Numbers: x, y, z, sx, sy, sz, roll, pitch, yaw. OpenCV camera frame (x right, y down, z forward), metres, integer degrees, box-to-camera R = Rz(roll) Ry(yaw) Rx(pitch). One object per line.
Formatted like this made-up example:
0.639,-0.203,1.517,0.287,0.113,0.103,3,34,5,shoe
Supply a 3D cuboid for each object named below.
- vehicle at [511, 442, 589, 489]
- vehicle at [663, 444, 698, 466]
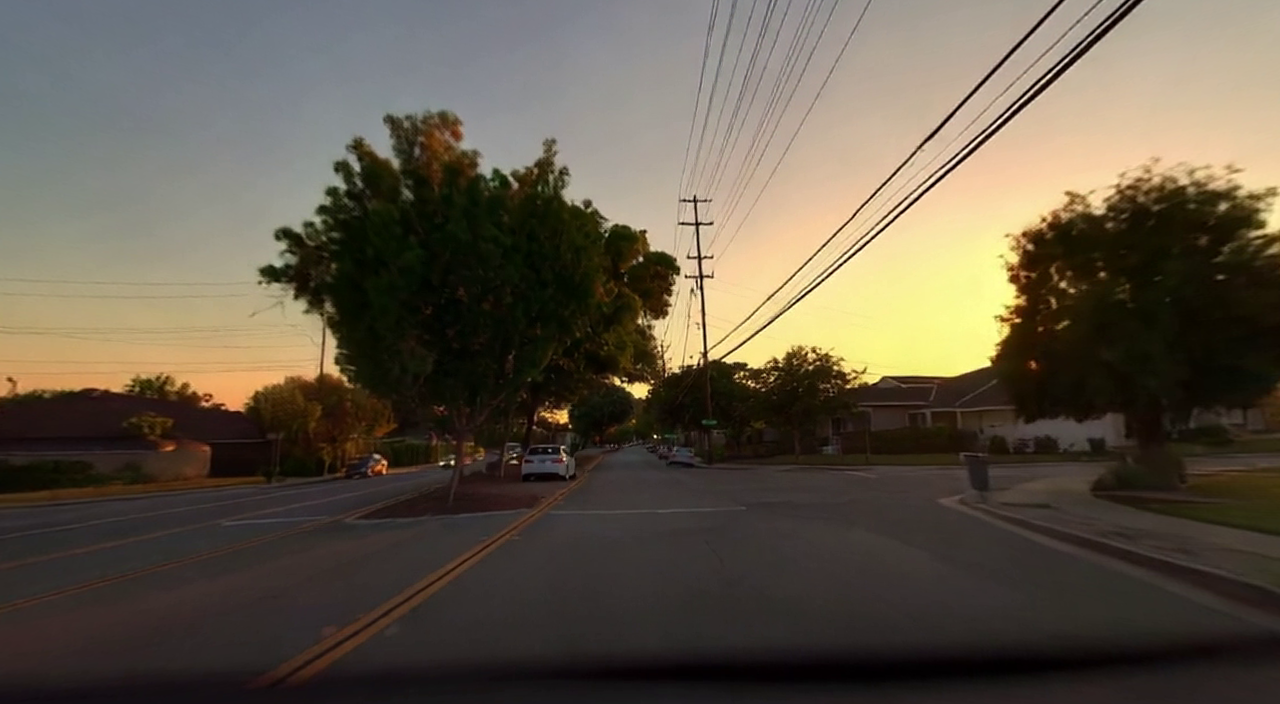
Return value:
-3.013,3.907,22.160,2.041,1.471,4.602,0,-8,0,vehicle
2.852,7.362,45.262,2.074,1.450,4.621,0,-8,-2,vehicle
